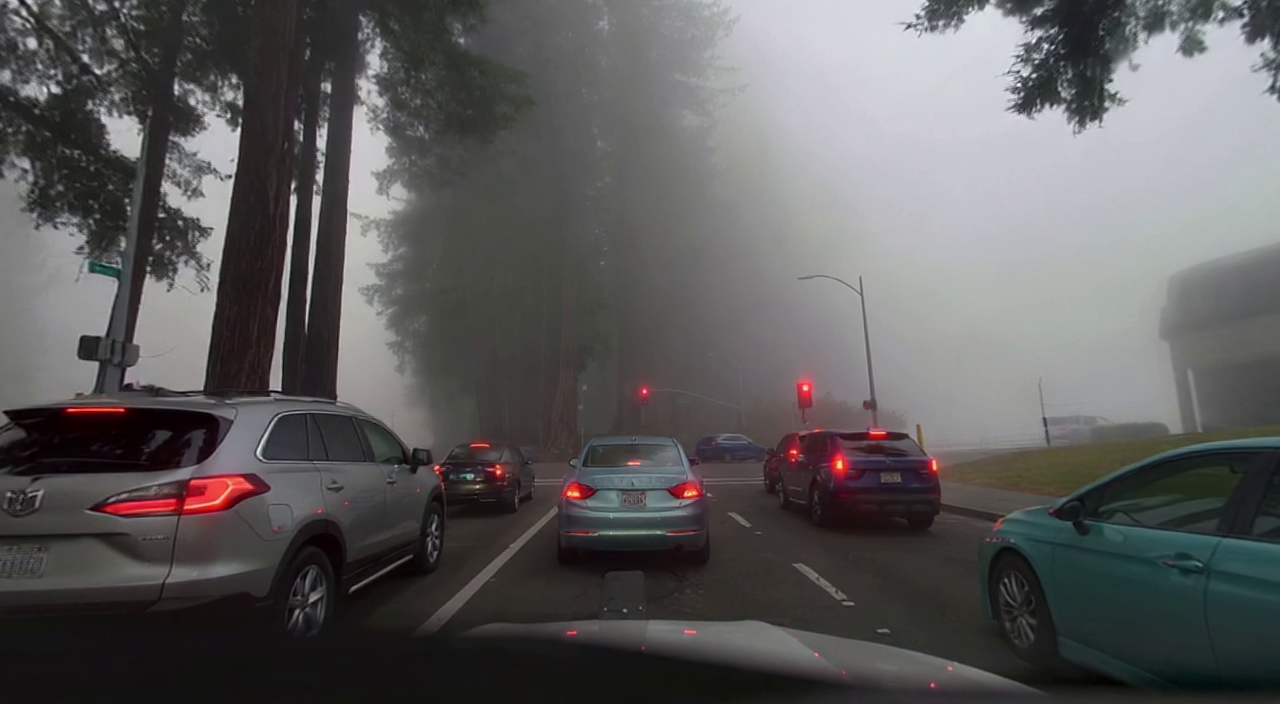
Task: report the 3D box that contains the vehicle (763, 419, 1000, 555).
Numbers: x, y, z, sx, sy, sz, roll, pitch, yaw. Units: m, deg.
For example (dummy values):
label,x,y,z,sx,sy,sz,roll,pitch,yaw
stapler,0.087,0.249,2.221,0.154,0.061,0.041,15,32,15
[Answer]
label,x,y,z,sx,sy,sz,roll,pitch,yaw
vehicle,3.401,1.990,10.009,2.040,1.647,4.379,0,-8,1

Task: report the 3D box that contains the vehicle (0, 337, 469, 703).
label,x,y,z,sx,sy,sz,roll,pitch,yaw
vehicle,-3.147,1.145,5.044,2.168,1.750,4.625,-1,-8,1

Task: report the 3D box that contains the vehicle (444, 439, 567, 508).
label,x,y,z,sx,sy,sz,roll,pitch,yaw
vehicle,-3.063,2.858,15.309,1.975,1.420,4.196,0,-8,1

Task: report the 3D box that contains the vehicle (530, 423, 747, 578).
label,x,y,z,sx,sy,sz,roll,pitch,yaw
vehicle,-0.036,1.775,8.319,2.147,1.507,3.953,0,-8,-1

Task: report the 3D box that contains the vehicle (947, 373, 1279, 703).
label,x,y,z,sx,sy,sz,roll,pitch,yaw
vehicle,3.317,0.948,2.824,1.899,1.588,3.888,0,-8,0
